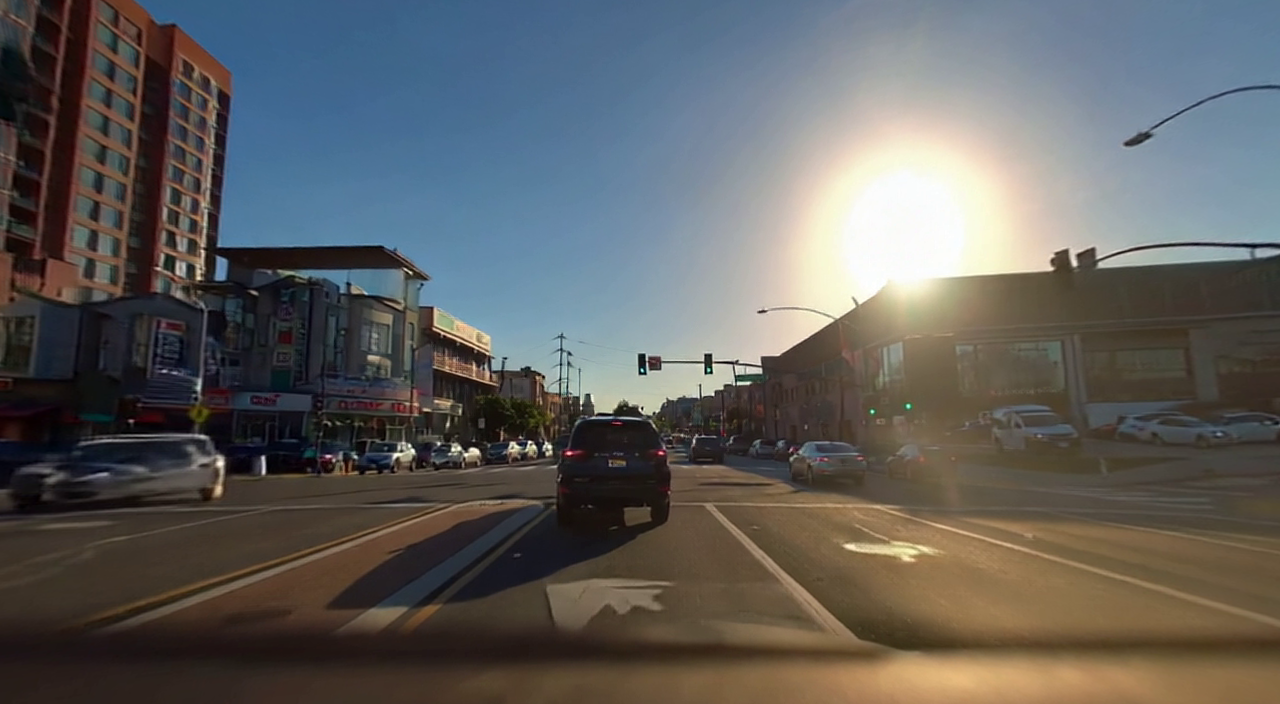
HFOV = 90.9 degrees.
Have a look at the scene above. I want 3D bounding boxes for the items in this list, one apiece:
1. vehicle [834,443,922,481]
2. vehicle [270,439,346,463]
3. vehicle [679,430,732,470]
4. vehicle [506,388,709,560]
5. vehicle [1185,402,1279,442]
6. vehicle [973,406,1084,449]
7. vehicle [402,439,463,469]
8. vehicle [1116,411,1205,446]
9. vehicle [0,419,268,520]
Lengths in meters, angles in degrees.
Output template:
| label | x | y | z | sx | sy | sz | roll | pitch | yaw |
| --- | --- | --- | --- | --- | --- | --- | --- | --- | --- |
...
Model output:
| label | x | y | z | sx | sy | sz | roll | pitch | yaw |
| --- | --- | --- | --- | --- | --- | --- | --- | --- | --- |
| vehicle | 9.814 | 4.542 | 26.399 | 1.863 | 1.426 | 4.494 | 0 | -8 | -1 |
| vehicle | -23.064 | 6.858 | 43.874 | 4.286 | 1.210 | 1.877 | 3 | -3 | 4 |
| vehicle | 3.330 | 5.130 | 33.085 | 2.115 | 1.932 | 5.189 | 0 | -8 | -1 |
| vehicle | -0.413 | 1.752 | 9.674 | 2.242 | 1.812 | 4.993 | -3 | -9 | -1 |
| vehicle | 29.309 | 3.360 | 30.451 | 1.913 | 1.651 | 4.727 | 3 | -3 | 1 |
| vehicle | 18.558 | 3.718 | 30.521 | 2.123 | 1.884 | 5.170 | 0 | -8 | 1 |
| vehicle | -12.643 | 6.265 | 38.826 | 1.993 | 1.708 | 5.219 | 0 | -8 | 0 |
| vehicle | 24.426 | 3.567 | 29.730 | 1.422 | 1.496 | 3.318 | 1 | -6 | 1 |
| vehicle | -11.683 | 2.586 | 14.438 | 2.291 | 1.856 | 4.827 | -5 | -10 | 28 |
